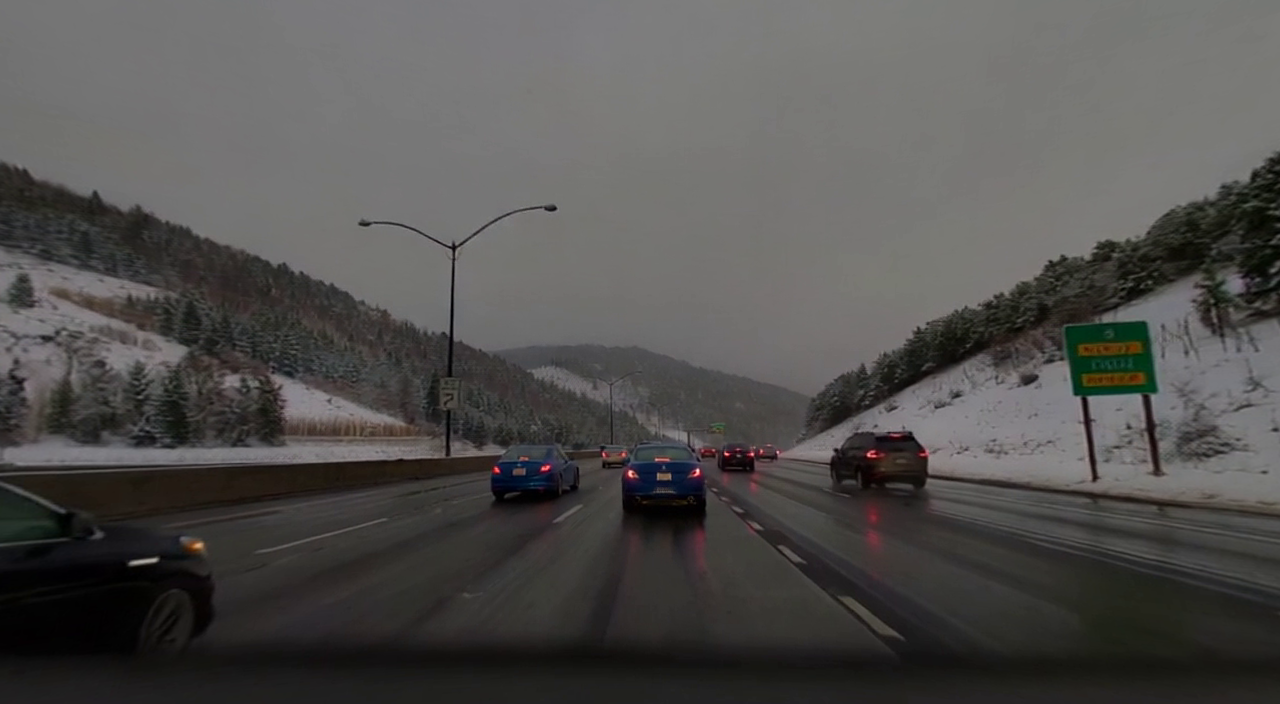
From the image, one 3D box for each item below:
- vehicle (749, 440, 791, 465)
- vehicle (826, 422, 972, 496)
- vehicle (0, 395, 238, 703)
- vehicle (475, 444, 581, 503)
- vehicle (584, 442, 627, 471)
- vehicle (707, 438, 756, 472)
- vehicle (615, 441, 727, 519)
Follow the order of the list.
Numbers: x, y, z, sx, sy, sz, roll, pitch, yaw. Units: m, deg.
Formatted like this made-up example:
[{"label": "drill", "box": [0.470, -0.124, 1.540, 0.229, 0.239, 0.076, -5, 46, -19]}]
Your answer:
[{"label": "vehicle", "box": [8.793, 6.846, 43.184, 2.032, 1.580, 4.928, 0, -8, 2]}, {"label": "vehicle", "box": [7.176, 3.016, 18.181, 2.210, 1.831, 4.843, 0, -8, 1]}, {"label": "vehicle", "box": [-3.429, 0.800, 1.489, 2.033, 1.513, 4.333, 0, -8, 1]}, {"label": "vehicle", "box": [-2.971, 3.325, 17.786, 2.017, 1.446, 4.384, -1, -8, 3]}, {"label": "vehicle", "box": [-1.951, 6.120, 37.198, 2.034, 1.572, 4.444, -1, -8, 4]}, {"label": "vehicle", "box": [4.837, 5.491, 33.918, 2.083, 1.693, 4.740, 0, -8, 2]}, {"label": "vehicle", "box": [0.649, 2.670, 13.750, 2.072, 1.431, 3.904, -1, -8, 2]}]
